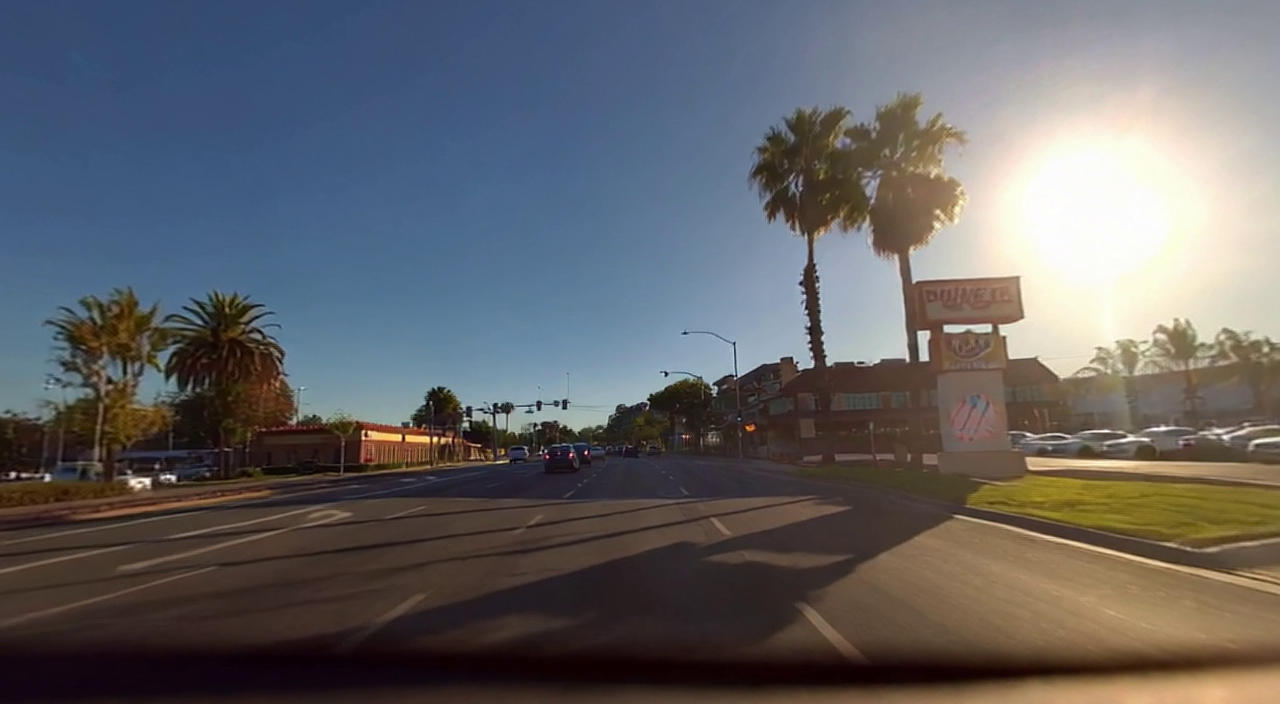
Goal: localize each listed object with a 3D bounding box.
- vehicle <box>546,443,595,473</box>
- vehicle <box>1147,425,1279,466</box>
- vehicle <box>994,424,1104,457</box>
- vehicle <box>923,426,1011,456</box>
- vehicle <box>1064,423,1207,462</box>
[{"bbox_3d":[-3.649,5.680,34.030,2.181,1.483,4.123,0,-9,0],"label":"vehicle"},{"bbox_3d":[22.436,3.547,23.904,4.620,1.445,1.909,-5,-10,26],"label":"vehicle"},{"bbox_3d":[21.656,4.750,33.695,4.600,1.677,1.980,-5,-10,26],"label":"vehicle"},{"bbox_3d":[20.860,5.708,40.413,4.753,1.809,2.016,-5,-9,28],"label":"vehicle"},{"bbox_3d":[21.450,3.988,27.635,4.505,1.584,2.015,-5,-10,27],"label":"vehicle"}]
